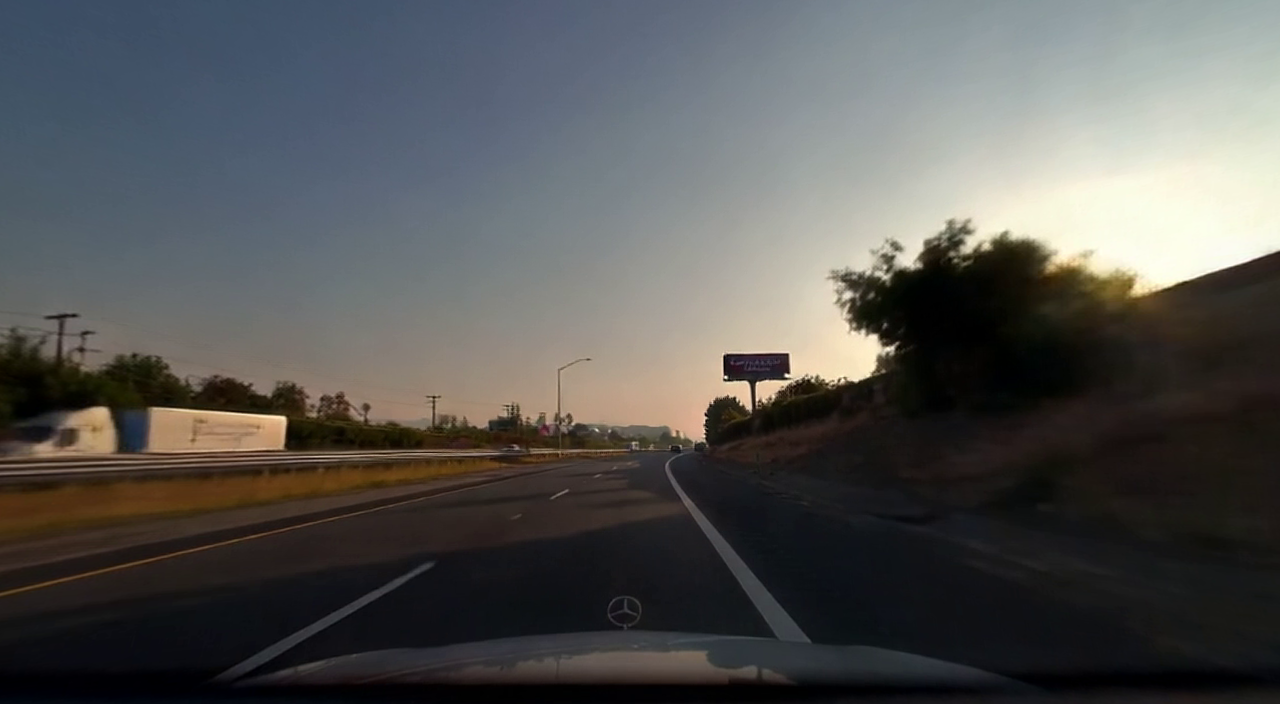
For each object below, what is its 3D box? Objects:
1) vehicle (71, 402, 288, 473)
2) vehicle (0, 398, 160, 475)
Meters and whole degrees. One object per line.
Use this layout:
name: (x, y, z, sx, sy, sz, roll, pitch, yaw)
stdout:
vehicle: (-32.176, 6.334, 46.040, 2.927, 4.224, 16.633, -1, -8, 2)
vehicle: (-32.388, 4.943, 36.635, 3.016, 4.003, 7.217, -1, -8, 2)
